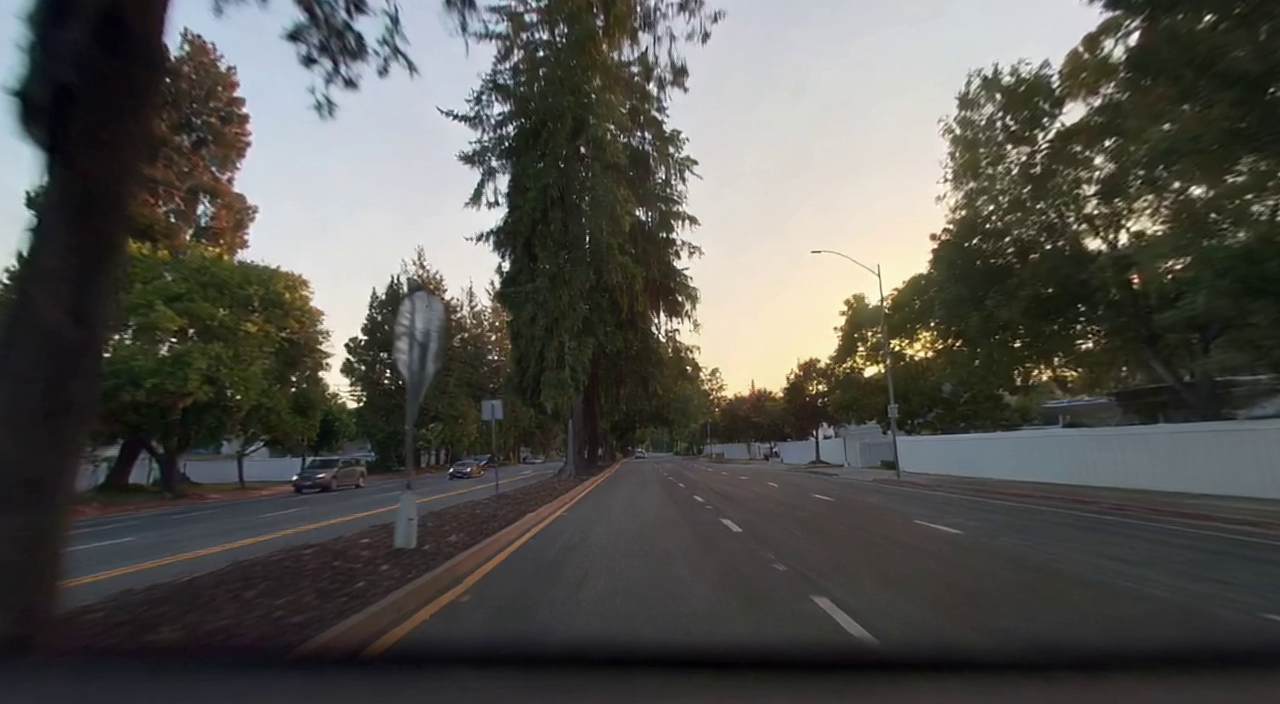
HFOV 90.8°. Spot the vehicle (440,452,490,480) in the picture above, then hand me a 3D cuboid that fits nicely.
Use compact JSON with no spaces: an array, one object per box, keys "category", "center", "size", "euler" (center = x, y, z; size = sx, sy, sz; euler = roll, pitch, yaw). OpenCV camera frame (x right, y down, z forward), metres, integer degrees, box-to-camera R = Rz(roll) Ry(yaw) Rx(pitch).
[{"category":"vehicle","center":[-10.811,7.052,39.324],"size":[2.011,1.553,4.390],"euler":[0,-8,-2]}]

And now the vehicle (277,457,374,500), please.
[{"category":"vehicle","center":[-14.246,5.715,28.981],"size":[2.012,1.653,4.706],"euler":[0,-8,0]}]
